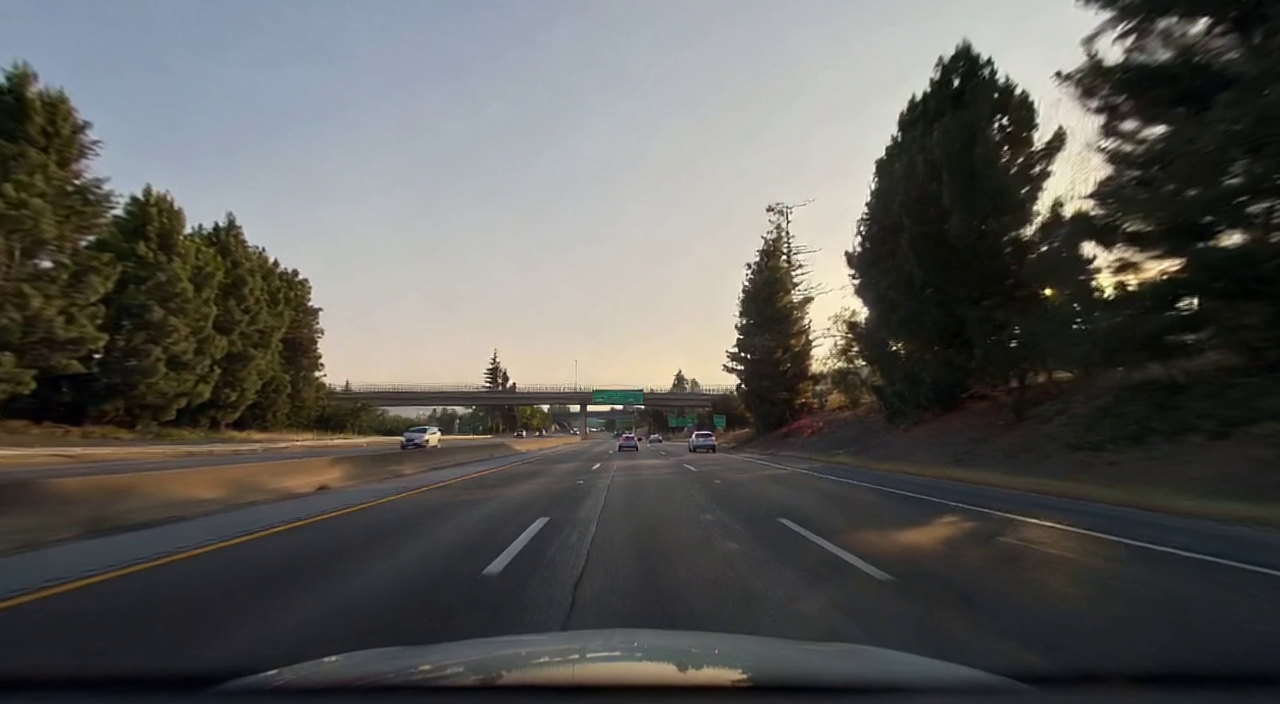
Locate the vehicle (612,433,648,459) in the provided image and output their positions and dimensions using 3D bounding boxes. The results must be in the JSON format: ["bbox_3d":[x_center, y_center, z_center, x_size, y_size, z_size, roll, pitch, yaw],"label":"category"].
[{"bbox_3d":[-0.618,5.443,36.736,1.987,1.440,3.565,0,-8,-2],"label":"vehicle"}]

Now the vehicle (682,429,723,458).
[{"bbox_3d":[3.671,5.441,37.656,1.892,1.600,3.782,0,-8,-2],"label":"vehicle"}]

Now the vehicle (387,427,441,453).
[{"bbox_3d":[-14.161,5.536,39.723,2.152,1.601,3.543,0,-8,-2],"label":"vehicle"}]
